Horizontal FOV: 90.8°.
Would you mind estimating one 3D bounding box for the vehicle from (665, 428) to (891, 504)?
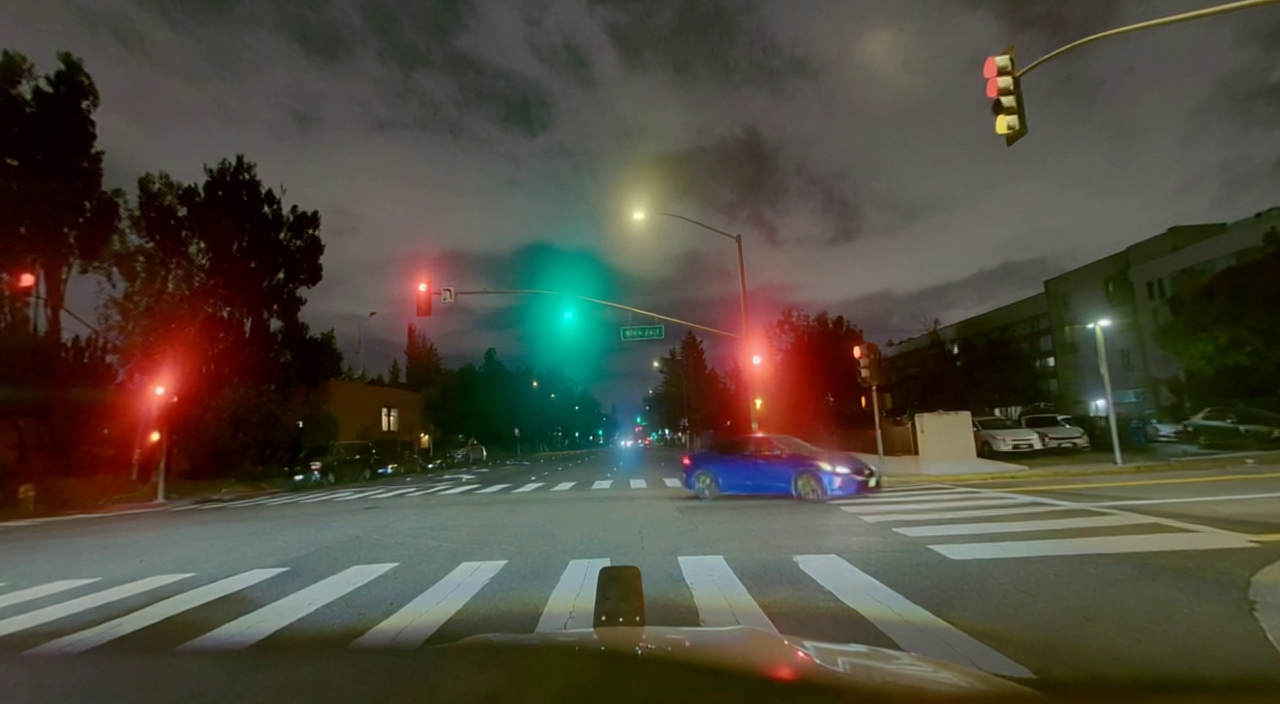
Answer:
[{"bbox_3d":[3.088,2.560,14.506,4.592,1.470,2.071,-6,-10,32],"label":"vehicle"}]

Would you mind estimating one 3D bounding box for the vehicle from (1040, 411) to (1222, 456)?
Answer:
[{"bbox_3d":[16.955,2.900,22.100,4.560,1.453,1.851,-3,-9,18],"label":"vehicle"}]

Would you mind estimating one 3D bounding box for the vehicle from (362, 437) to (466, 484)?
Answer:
[{"bbox_3d":[-10.129,4.922,28.984,2.664,1.940,5.702,0,-9,0],"label":"vehicle"}]

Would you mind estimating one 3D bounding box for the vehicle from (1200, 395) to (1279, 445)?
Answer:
[{"bbox_3d":[25.216,2.884,25.880,2.098,1.857,4.861,-5,-10,27],"label":"vehicle"}]

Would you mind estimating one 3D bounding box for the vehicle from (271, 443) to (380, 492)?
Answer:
[{"bbox_3d":[-13.761,5.063,28.070,2.306,1.957,4.968,0,-9,-1],"label":"vehicle"}]
